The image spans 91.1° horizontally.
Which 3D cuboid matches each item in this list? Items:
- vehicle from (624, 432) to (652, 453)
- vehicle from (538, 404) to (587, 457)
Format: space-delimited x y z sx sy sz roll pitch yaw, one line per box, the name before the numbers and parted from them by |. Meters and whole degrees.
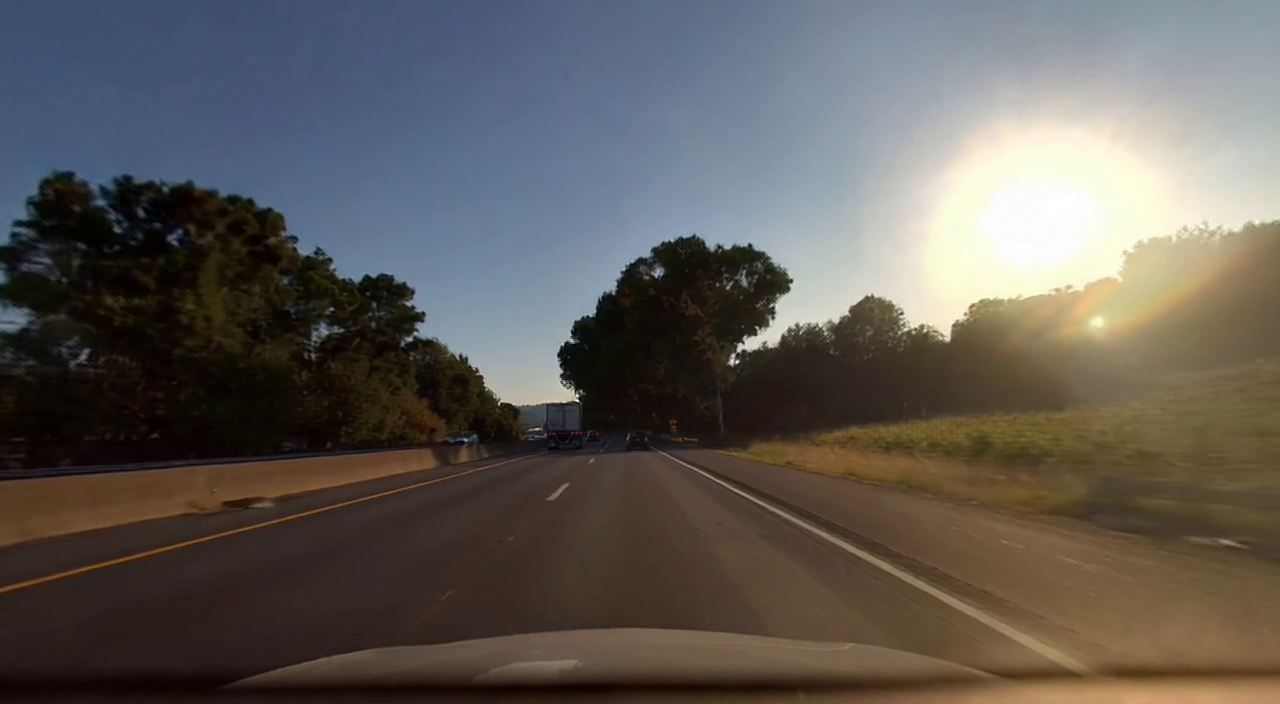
vehicle | -0.177 6.667 46.569 1.988 1.472 3.716 0 -8 -2
vehicle | -4.842 5.039 40.302 2.450 3.098 6.965 0 -8 -2
